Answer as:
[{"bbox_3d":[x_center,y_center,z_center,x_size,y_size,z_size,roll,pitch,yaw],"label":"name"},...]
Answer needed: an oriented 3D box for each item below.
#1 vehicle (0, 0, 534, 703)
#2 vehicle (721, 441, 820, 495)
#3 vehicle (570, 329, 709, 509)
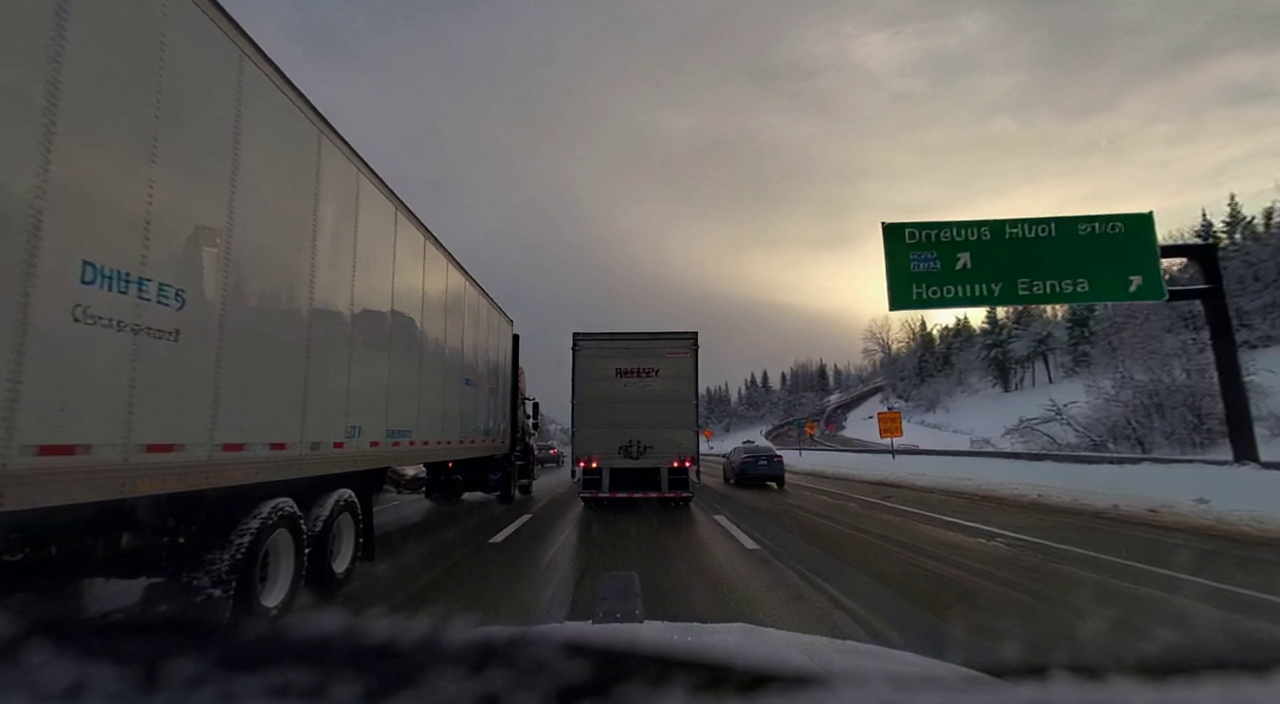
[{"bbox_3d":[-4.098,0.416,7.461,2.873,4.107,15.970,0,-8,0],"label":"vehicle"},{"bbox_3d":[3.856,3.507,19.552,2.010,1.446,4.579,0,-9,-1],"label":"vehicle"},{"bbox_3d":[-0.094,2.119,18.367,2.910,3.828,9.805,0,-9,-1],"label":"vehicle"}]
